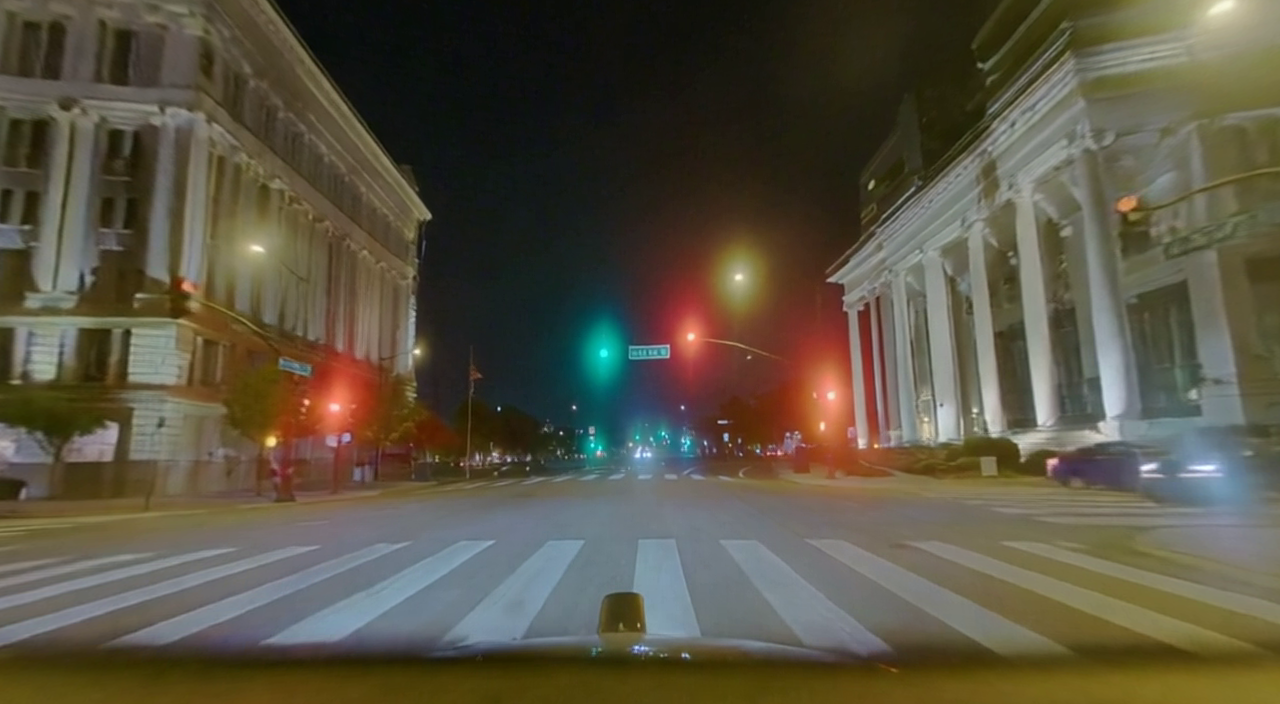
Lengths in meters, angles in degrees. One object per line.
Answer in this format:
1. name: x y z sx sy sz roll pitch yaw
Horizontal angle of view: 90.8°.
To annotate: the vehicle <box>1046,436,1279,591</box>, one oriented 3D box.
1. vehicle: 6.860 1.918 8.439 2.085 1.530 4.125 -5 -10 29
